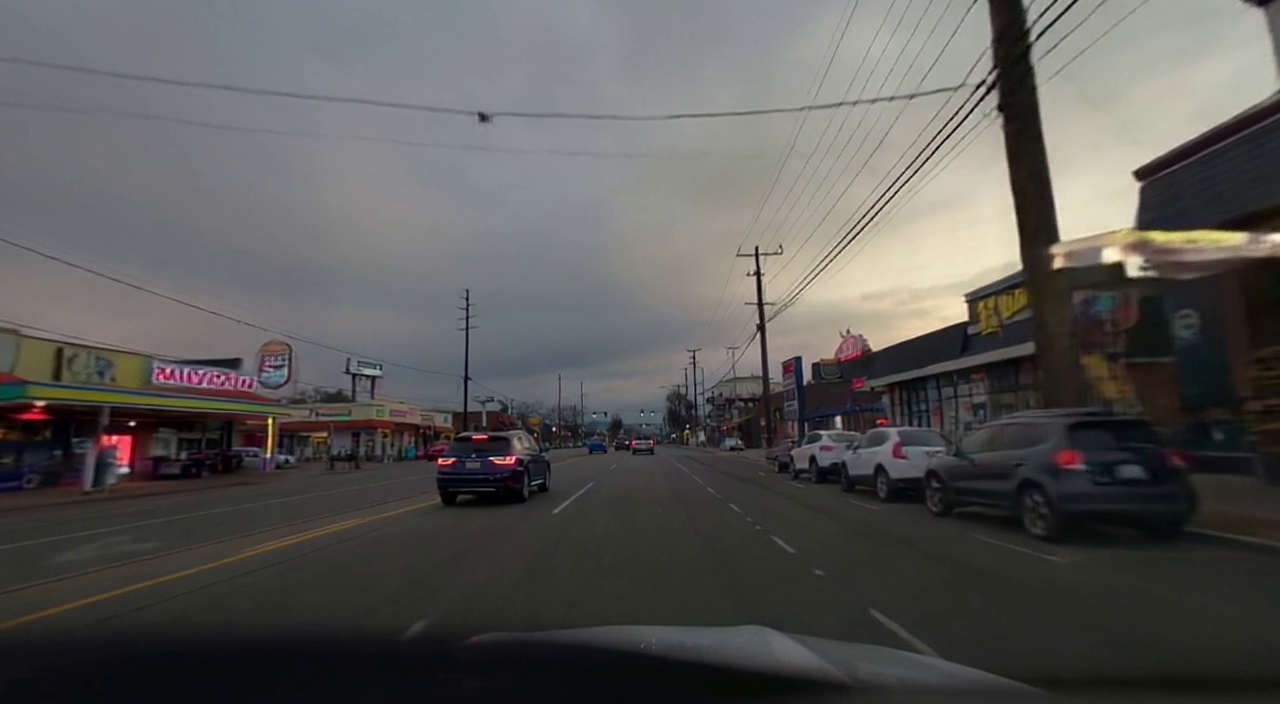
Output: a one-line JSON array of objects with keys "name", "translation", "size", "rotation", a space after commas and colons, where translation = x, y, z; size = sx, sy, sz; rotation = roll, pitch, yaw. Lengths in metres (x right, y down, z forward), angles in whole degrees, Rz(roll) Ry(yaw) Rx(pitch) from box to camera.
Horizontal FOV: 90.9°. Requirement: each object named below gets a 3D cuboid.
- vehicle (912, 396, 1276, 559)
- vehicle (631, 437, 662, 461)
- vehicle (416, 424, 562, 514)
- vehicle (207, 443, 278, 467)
[{"name": "vehicle", "translation": [6.356, 1.823, 9.818], "size": [2.128, 1.900, 4.724], "rotation": [0, -9, 1]}, {"name": "vehicle", "translation": [0.401, 6.509, 42.378], "size": [2.037, 1.484, 4.073], "rotation": [0, -9, 0]}, {"name": "vehicle", "translation": [-3.081, 2.502, 13.968], "size": [2.049, 1.646, 4.445], "rotation": [0, -9, 1]}, {"name": "vehicle", "translation": [-31.069, 8.061, 49.286], "size": [4.589, 1.779, 2.154], "rotation": [-3, -9, 20]}]
